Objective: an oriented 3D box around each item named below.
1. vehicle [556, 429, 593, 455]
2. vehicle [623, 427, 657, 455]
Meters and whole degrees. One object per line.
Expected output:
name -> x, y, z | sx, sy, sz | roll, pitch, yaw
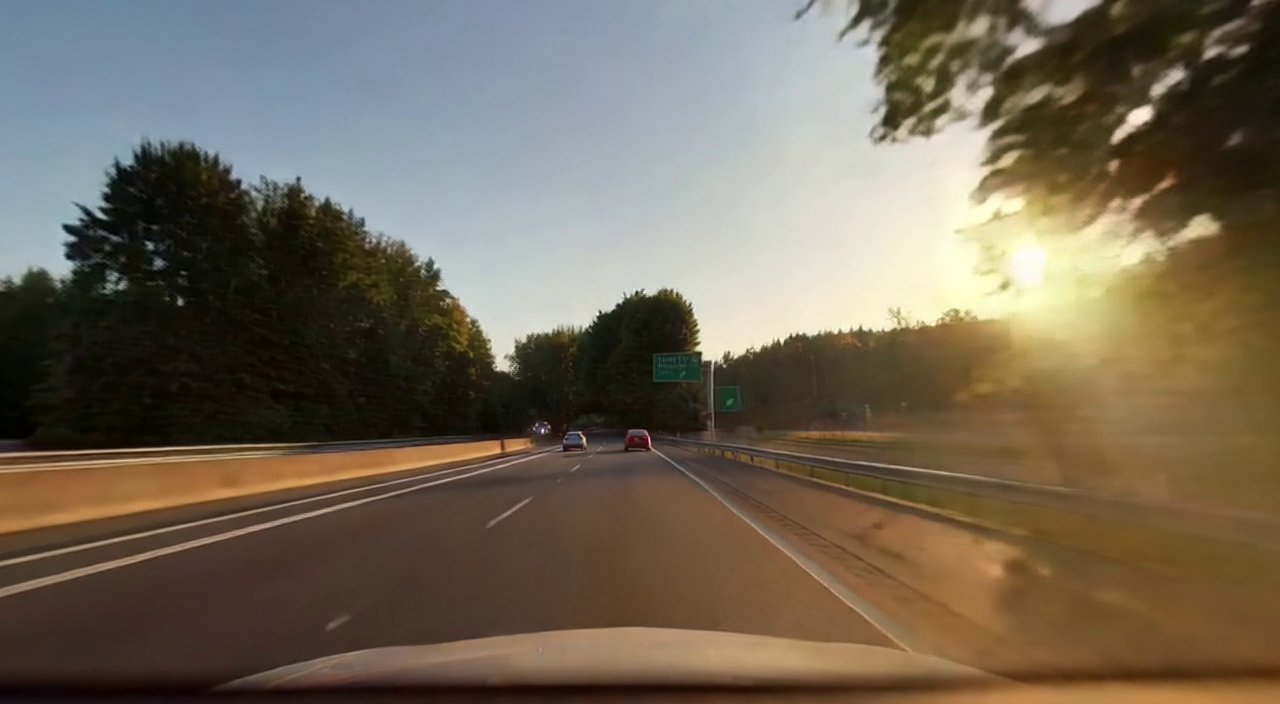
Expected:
vehicle -> -4.352, 6.069, 42.532 | 2.055, 1.610, 4.116 | 0, -8, 0
vehicle -> -0.041, 5.912, 41.956 | 2.170, 1.790, 4.490 | 0, -8, -1
